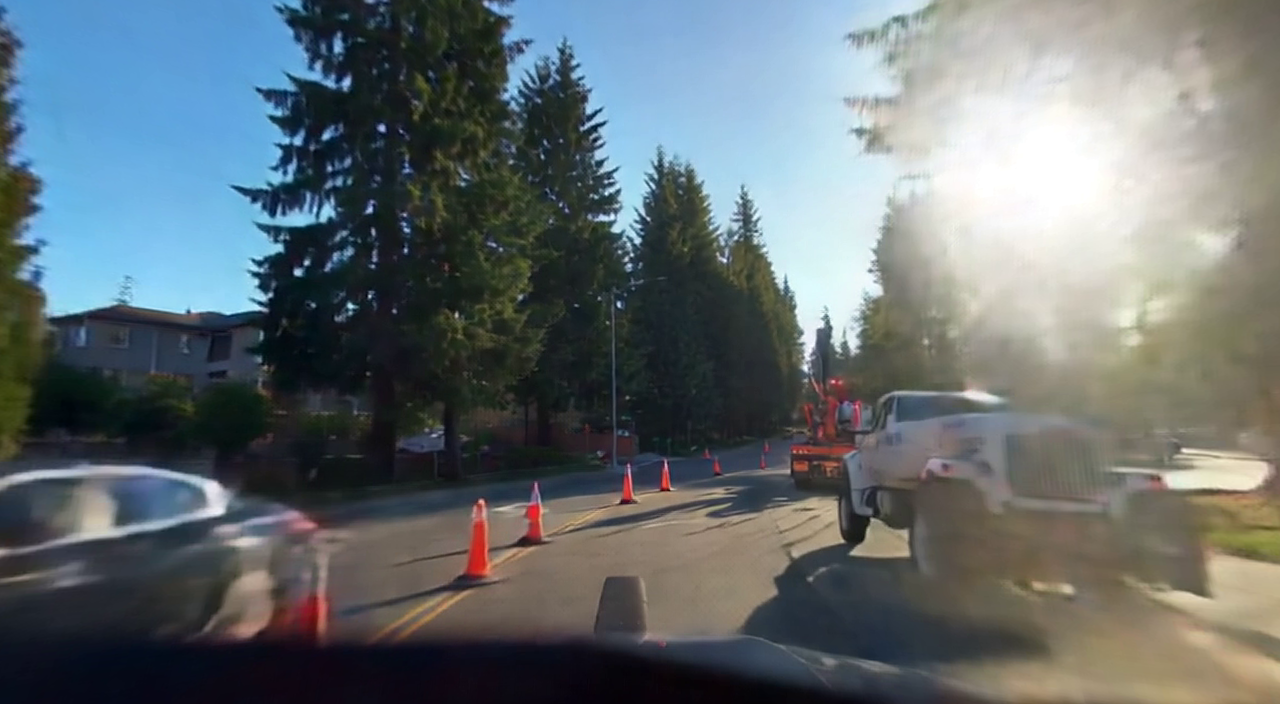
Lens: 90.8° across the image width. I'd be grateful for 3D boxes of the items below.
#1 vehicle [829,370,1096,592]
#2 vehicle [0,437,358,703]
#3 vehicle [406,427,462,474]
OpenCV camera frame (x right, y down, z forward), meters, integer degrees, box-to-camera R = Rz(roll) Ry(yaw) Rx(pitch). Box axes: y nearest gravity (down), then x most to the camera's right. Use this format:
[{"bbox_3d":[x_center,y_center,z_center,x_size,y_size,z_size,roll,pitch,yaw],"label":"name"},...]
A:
[{"bbox_3d":[3.756,1.507,8.071,1.913,2.241,3.024,-2,-7,5],"label":"vehicle"},{"bbox_3d":[-3.662,1.187,3.396,1.933,1.428,4.449,-1,-9,5],"label":"vehicle"},{"bbox_3d":[-11.829,5.646,36.411,2.665,2.465,1.532,5,-8,-10],"label":"vehicle"}]
